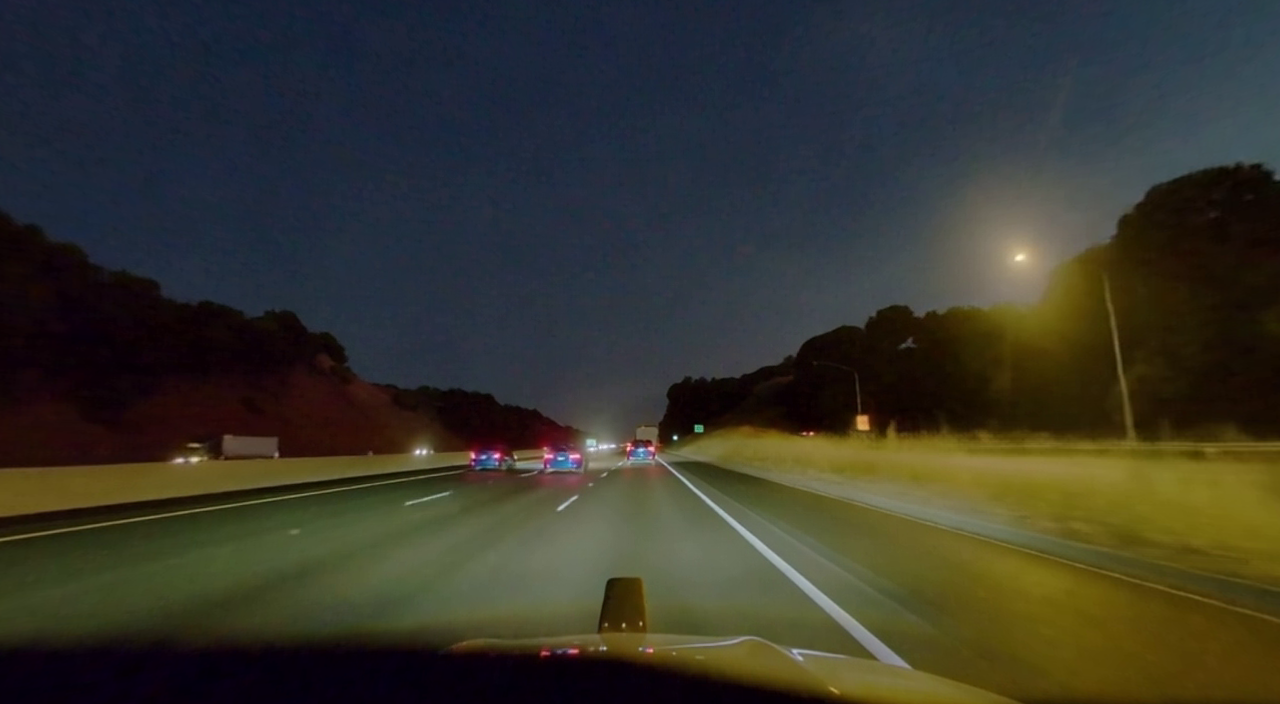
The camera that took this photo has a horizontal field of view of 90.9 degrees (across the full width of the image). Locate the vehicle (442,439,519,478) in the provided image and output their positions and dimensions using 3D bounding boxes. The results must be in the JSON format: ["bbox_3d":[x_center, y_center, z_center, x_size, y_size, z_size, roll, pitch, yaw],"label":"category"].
[{"bbox_3d":[-6.783,4.562,27.346,2.009,1.519,4.697,0,-8,1],"label":"vehicle"}]

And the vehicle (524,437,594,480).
[{"bbox_3d":[-3.254,4.399,26.447,2.139,1.589,5.102,0,-8,1],"label":"vehicle"}]

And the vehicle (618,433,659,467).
[{"bbox_3d":[-0.073,5.876,37.988,2.309,1.915,5.130,0,-8,0],"label":"vehicle"}]
